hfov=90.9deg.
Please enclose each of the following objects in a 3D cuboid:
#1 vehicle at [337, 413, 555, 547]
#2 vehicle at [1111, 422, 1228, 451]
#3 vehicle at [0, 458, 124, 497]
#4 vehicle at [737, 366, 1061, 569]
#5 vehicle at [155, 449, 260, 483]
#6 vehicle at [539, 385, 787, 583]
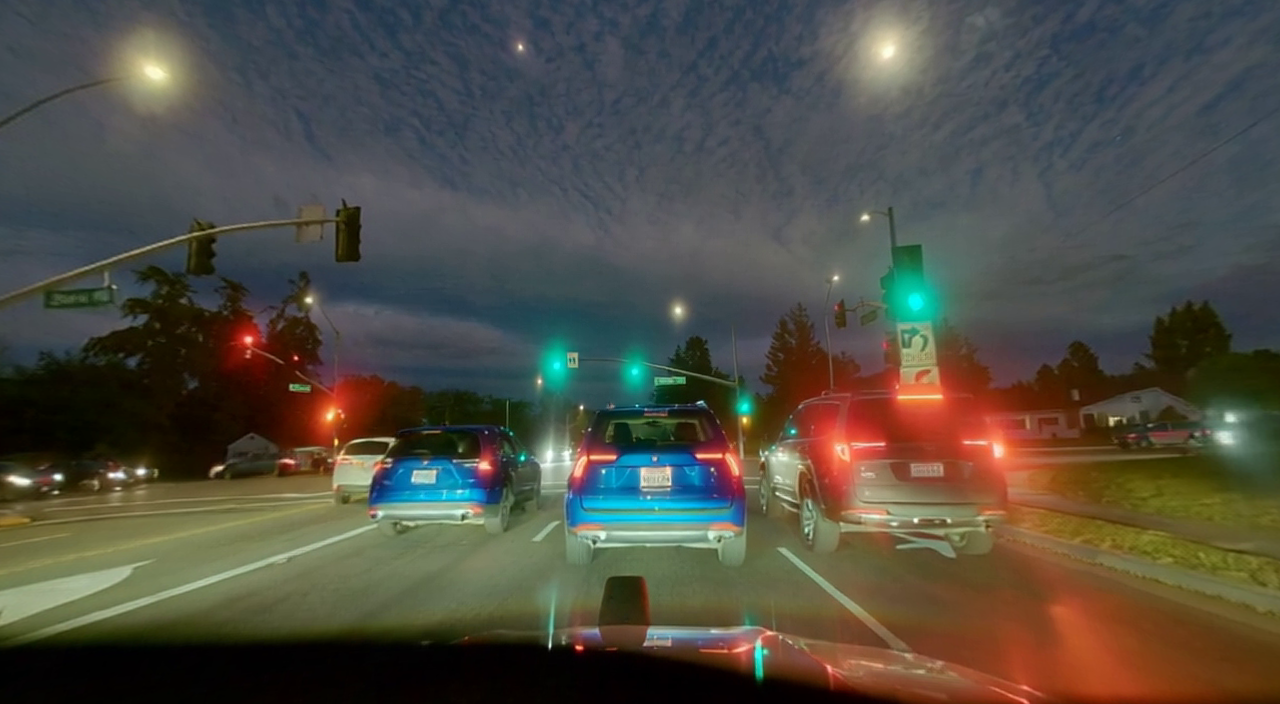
[{"bbox_3d":[-2.742,1.938,10.218,2.058,1.659,4.514,0,-8,0],"label":"vehicle"},{"bbox_3d":[28.139,4.513,33.617,4.512,1.444,1.859,-1,-8,0],"label":"vehicle"},{"bbox_3d":[-24.008,5.046,25.540,4.383,1.456,1.999,0,-8,-1],"label":"vehicle"},{"bbox_3d":[3.091,1.593,9.356,2.338,2.063,5.672,0,-8,0],"label":"vehicle"},{"bbox_3d":[-22.581,5.934,32.986,4.316,1.689,2.108,-3,-9,15],"label":"vehicle"},{"bbox_3d":[0.182,1.504,7.883,2.235,1.778,4.178,0,-8,-1],"label":"vehicle"}]
